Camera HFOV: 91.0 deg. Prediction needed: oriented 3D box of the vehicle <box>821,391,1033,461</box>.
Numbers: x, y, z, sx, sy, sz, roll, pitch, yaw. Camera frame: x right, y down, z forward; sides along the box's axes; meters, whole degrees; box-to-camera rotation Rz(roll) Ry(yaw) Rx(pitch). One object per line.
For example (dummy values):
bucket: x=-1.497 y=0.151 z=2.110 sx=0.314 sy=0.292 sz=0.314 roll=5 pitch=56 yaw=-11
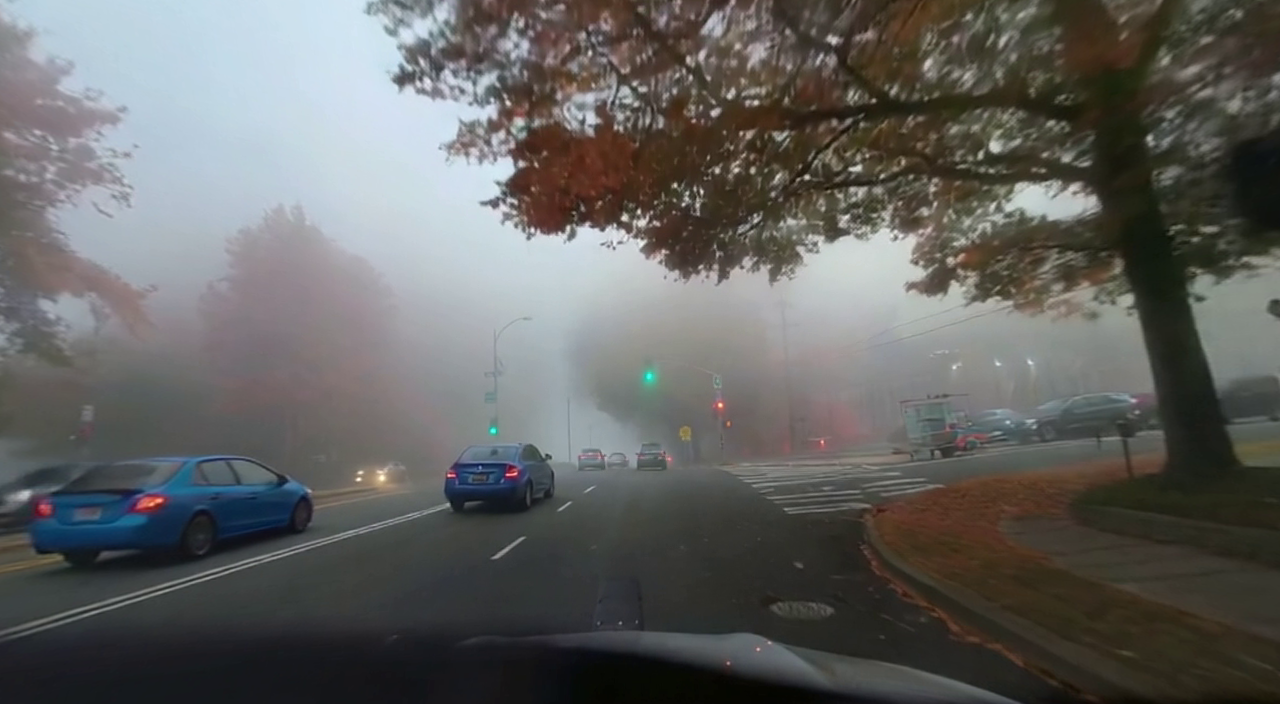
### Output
vehicle: x=10.188 y=2.711 z=22.774 sx=6.464 sy=2.280 sz=2.483 roll=1 pitch=-8 yaw=-4

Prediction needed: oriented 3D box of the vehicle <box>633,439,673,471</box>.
vehicle: x=0.706 y=5.906 z=36.300 sx=2.144 sy=1.704 sz=4.028 roll=1 pitch=-8 yaw=0

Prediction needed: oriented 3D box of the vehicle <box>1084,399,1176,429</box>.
vehicle: x=33.073 y=4.221 z=42.634 sx=1.936 sy=1.662 sz=4.334 roll=0 pitch=-9 yaw=-30

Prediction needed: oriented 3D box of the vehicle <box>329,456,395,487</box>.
vehicle: x=-18.559 y=7.951 z=42.325 sx=2.031 sy=1.818 sz=4.887 roll=1 pitch=-8 yaw=2

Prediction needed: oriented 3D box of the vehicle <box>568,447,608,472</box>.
vehicle: x=-3.301 y=6.926 z=40.762 sx=2.068 sy=1.482 sz=4.490 roll=1 pitch=-8 yaw=2

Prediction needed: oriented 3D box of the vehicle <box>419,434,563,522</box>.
vehicle: x=-3.183 y=2.782 z=14.581 sx=2.085 sy=1.663 sz=4.513 roll=1 pitch=-8 yaw=2

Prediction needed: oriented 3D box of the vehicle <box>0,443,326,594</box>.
vehicle: x=-6.670 y=2.147 z=9.117 sx=1.932 sy=1.596 sz=4.247 roll=1 pitch=-8 yaw=1

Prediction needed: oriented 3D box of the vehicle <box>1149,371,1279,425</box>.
vehicle: x=21.765 y=1.715 z=22.880 sx=4.625 sy=1.760 sz=2.065 roll=1 pitch=-8 yaw=3
